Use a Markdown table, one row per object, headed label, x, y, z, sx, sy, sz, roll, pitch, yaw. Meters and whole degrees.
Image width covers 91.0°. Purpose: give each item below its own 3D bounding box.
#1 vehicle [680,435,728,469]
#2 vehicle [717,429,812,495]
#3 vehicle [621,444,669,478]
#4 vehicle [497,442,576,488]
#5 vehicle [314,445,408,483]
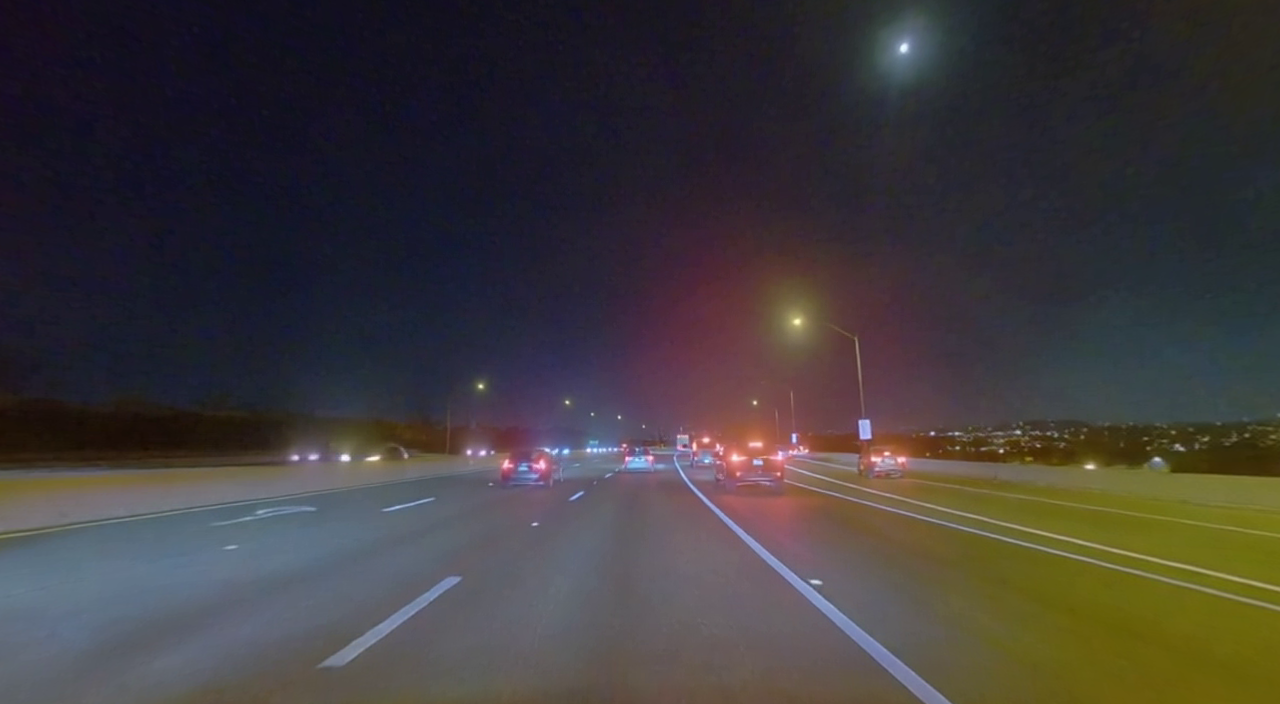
| label | x | y | z | sx | sy | sz | roll | pitch | yaw |
| --- | --- | --- | --- | --- | --- | --- | --- | --- | --- |
| vehicle | 4.381 | 7.028 | 44.389 | 2.802 | 2.151 | 6.579 | 0 | -9 | 1 |
| vehicle | 3.653 | 3.328 | 19.269 | 2.045 | 1.768 | 4.249 | 0 | -9 | 0 |
| vehicle | 0.261 | 5.078 | 29.496 | 2.071 | 1.478 | 4.130 | 0 | -9 | 1 |
| vehicle | -3.678 | 4.109 | 23.220 | 1.996 | 1.488 | 4.451 | 0 | -9 | 2 |
| vehicle | -12.396 | 4.994 | 28.363 | 2.042 | 1.526 | 4.580 | 0 | -9 | 2 |
